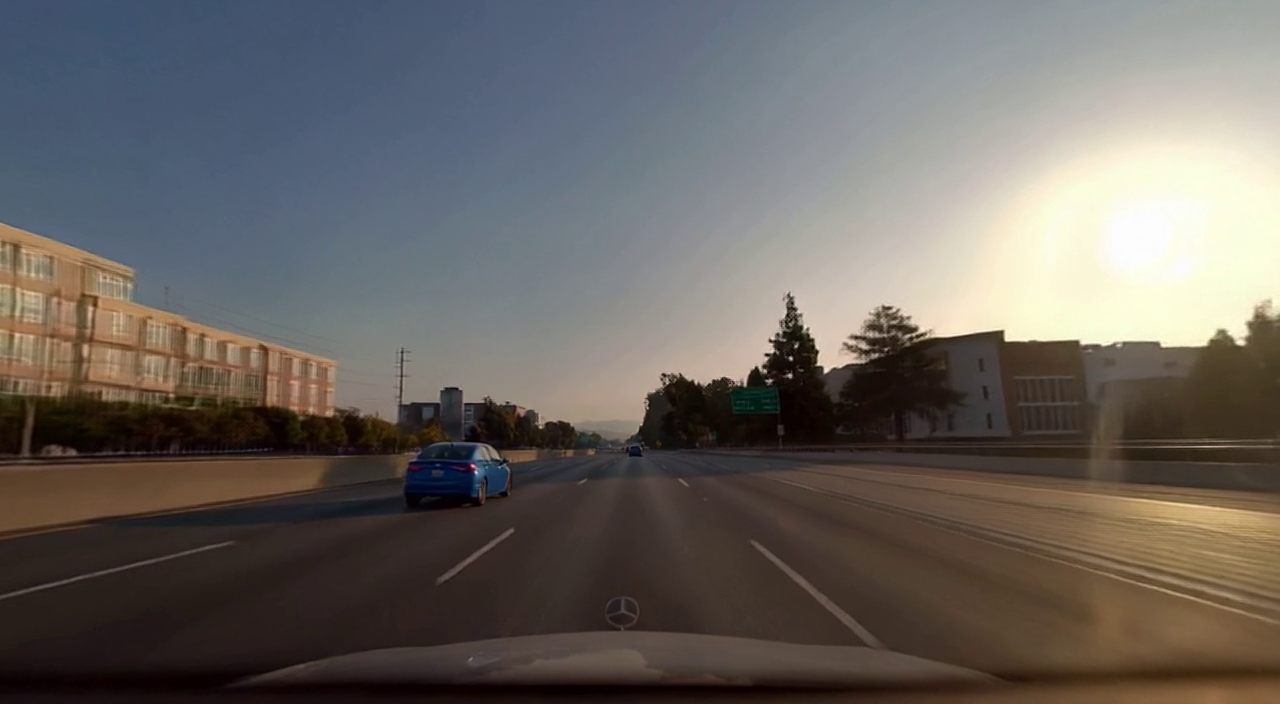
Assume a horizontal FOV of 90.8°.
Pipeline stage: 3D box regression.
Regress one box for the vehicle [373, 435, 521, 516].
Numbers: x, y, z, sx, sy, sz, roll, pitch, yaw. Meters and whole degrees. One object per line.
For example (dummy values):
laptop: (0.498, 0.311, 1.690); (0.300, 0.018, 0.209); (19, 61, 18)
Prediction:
vehicle: (-4.069, 2.667, 14.204); (1.900, 1.492, 4.495); (0, -9, 0)
